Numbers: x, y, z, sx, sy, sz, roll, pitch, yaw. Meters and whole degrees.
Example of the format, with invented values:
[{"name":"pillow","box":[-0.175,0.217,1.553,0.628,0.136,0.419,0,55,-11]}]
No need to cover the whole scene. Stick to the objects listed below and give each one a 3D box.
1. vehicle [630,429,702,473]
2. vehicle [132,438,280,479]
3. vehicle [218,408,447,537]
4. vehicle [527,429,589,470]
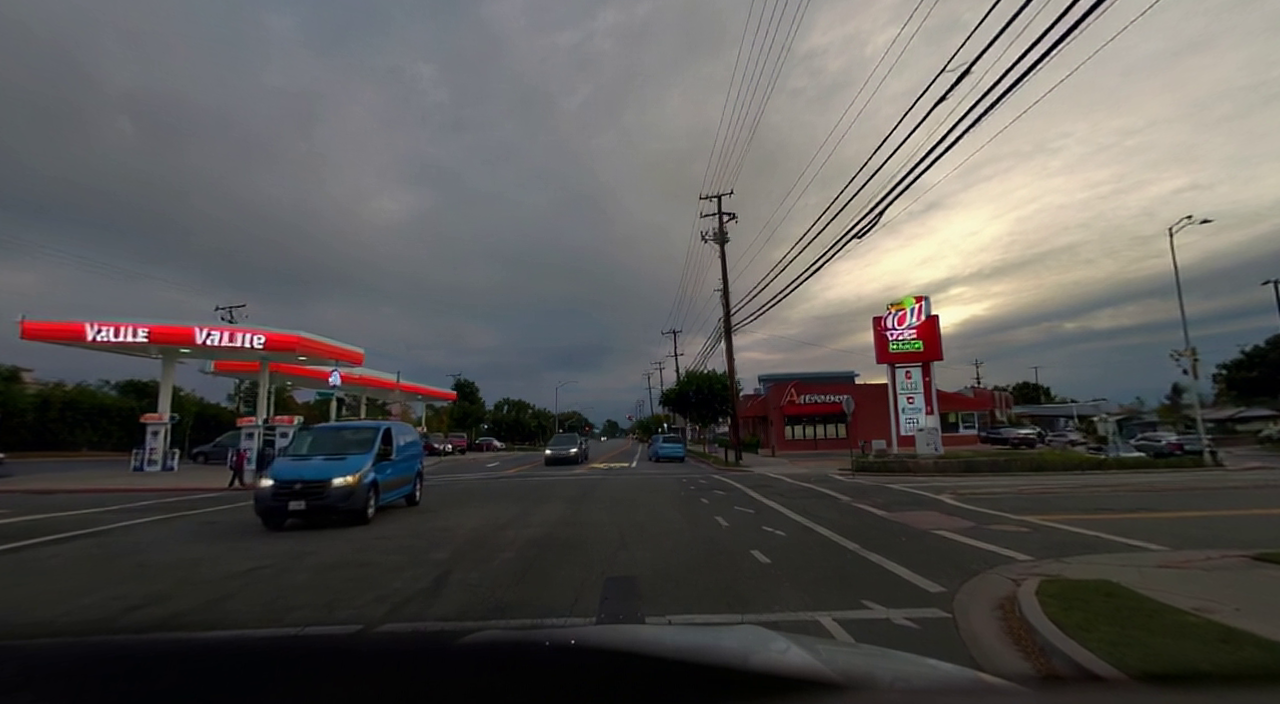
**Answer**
[{"name":"vehicle","box":[0.989,4.160,26.683,2.000,1.663,4.271,2,-9,-13]},{"name":"vehicle","box":[-17.094,4.167,24.928,5.116,1.487,1.928,-3,-9,17]},{"name":"vehicle","box":[-5.387,2.178,12.049,2.222,1.931,4.882,1,-9,-5]},{"name":"vehicle","box":[-3.942,4.835,31.324,2.274,1.844,4.843,0,-9,1]}]
